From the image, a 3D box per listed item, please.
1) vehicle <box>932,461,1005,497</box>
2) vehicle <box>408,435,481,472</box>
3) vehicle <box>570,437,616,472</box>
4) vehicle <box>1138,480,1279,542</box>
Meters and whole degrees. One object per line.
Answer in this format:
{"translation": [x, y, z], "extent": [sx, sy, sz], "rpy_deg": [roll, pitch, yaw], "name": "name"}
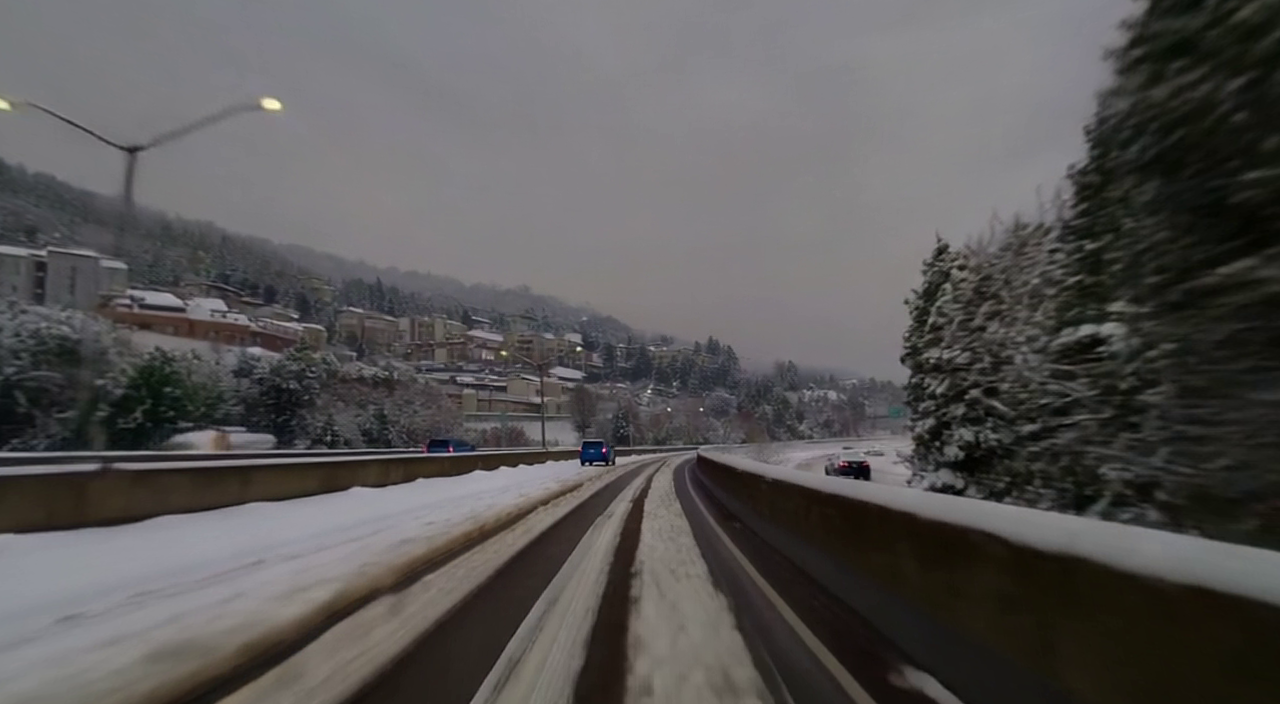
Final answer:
{"translation": [25.762, 9.939, 49.857], "extent": [2.775, 2.408, 6.139], "rpy_deg": [-1, -8, 4], "name": "vehicle"}
{"translation": [-9.902, 5.161, 32.364], "extent": [2.039, 1.746, 4.528], "rpy_deg": [-1, -8, 4], "name": "vehicle"}
{"translation": [-2.540, 5.670, 35.095], "extent": [2.028, 1.782, 4.150], "rpy_deg": [-1, -8, 4], "name": "vehicle"}
{"translation": [19.381, 5.227, 21.195], "extent": [1.786, 1.559, 4.496], "rpy_deg": [-1, -8, 4], "name": "vehicle"}
